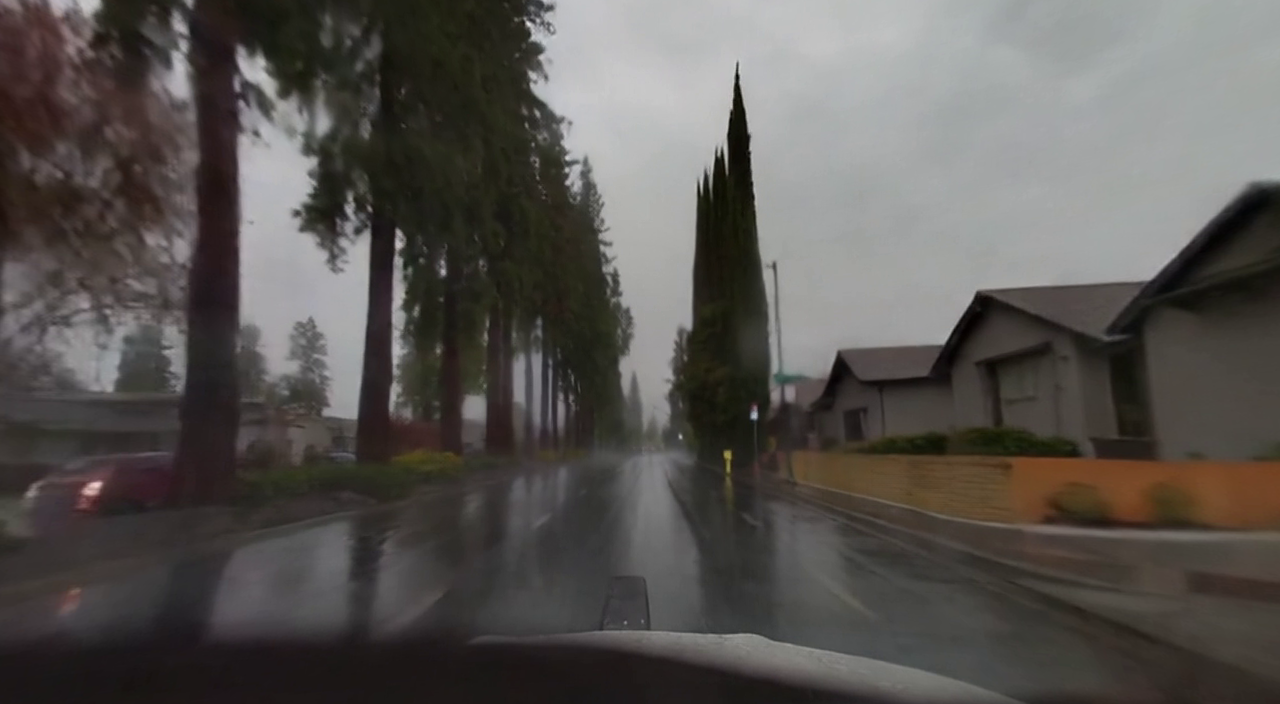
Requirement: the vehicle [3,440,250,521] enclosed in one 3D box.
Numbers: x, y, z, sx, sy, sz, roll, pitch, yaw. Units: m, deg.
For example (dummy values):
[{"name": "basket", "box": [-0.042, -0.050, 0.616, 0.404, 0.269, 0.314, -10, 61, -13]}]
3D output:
[{"name": "vehicle", "box": [-12.005, 2.988, 15.303, 2.193, 1.628, 4.560, 0, -8, -1]}]
